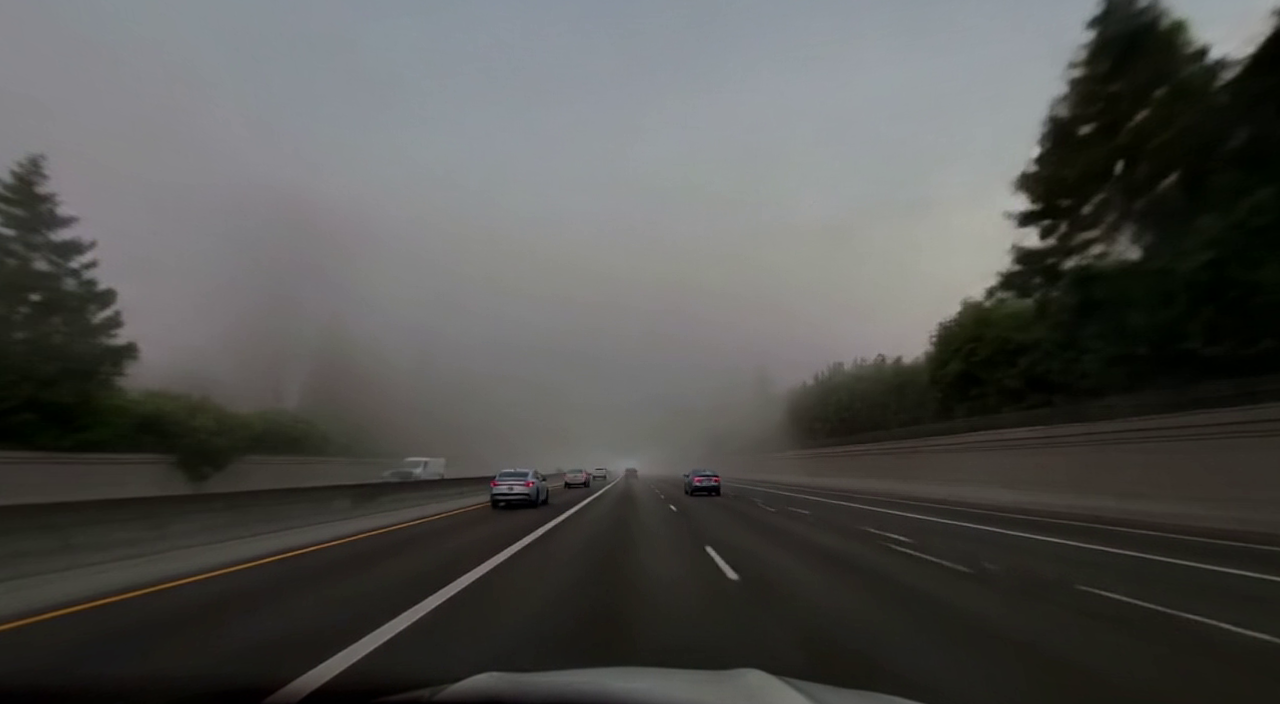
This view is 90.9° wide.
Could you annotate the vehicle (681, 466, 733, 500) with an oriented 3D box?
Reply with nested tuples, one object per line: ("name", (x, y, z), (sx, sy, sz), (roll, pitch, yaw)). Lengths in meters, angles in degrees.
("vehicle", (3.177, 6.336, 30.770), (1.981, 1.516, 4.109), (1, -11, -1))

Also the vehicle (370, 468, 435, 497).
("vehicle", (-13.008, 7.166, 34.855), (1.839, 1.449, 4.424), (0, -11, 0))

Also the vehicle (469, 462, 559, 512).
("vehicle", (-4.056, 4.478, 21.230), (2.004, 1.468, 4.812), (0, -11, 0))

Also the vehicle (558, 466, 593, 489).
("vehicle", (-4.367, 8.578, 43.208), (2.000, 1.484, 3.995), (1, -11, -1))
